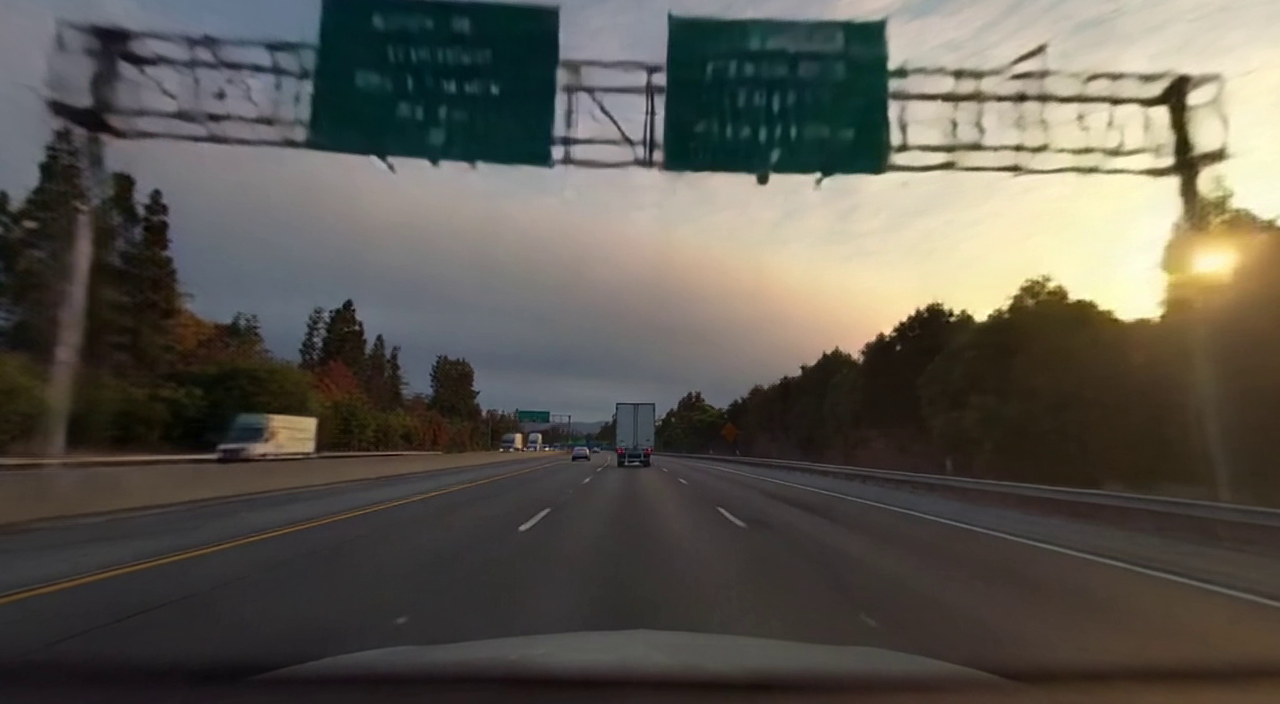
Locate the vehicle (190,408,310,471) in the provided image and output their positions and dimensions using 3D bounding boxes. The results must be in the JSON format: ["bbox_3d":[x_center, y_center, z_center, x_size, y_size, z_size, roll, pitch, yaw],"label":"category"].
[{"bbox_3d":[-17.197,3.940,28.180,2.136,2.560,5.054,0,-9,-1],"label":"vehicle"}]

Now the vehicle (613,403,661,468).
[{"bbox_3d":[-0.333,5.996,44.466,2.962,3.953,10.696,0,-9,-2],"label":"vehicle"}]
